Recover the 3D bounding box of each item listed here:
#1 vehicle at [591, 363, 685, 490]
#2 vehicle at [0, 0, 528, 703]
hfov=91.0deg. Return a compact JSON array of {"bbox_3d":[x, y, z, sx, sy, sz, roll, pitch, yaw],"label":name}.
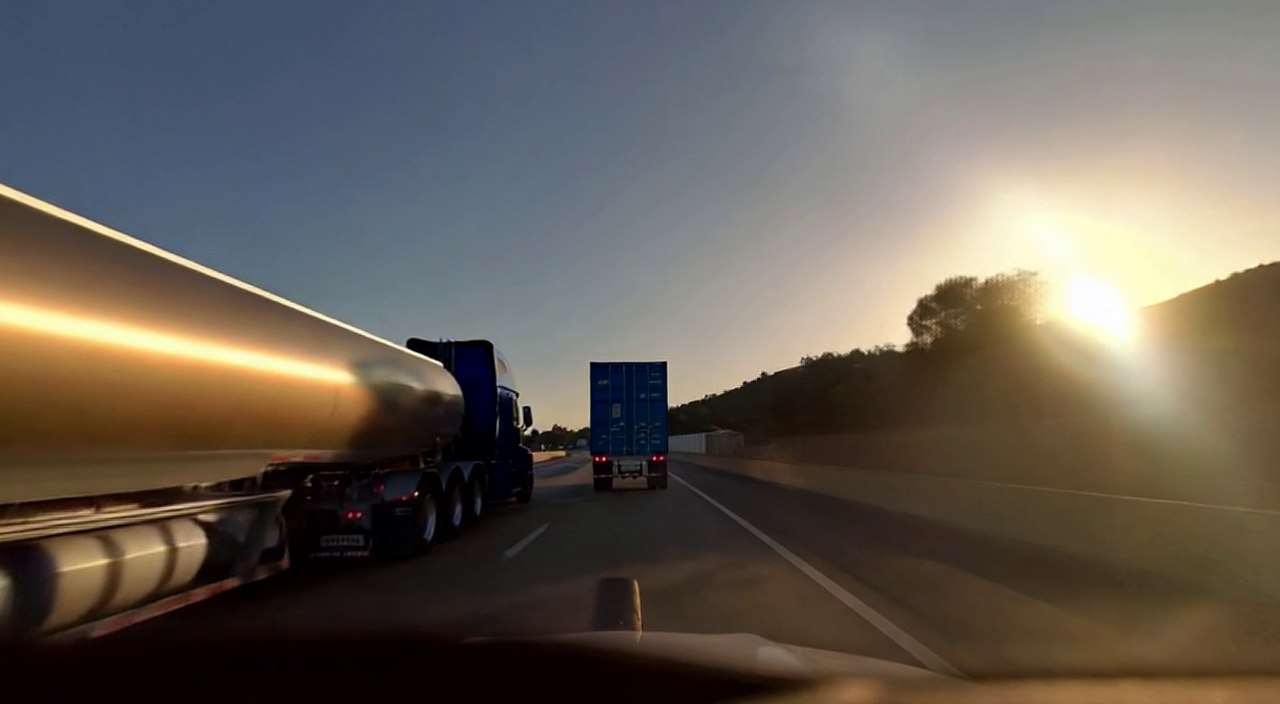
[{"bbox_3d":[-0.012,3.227,25.640,2.942,4.003,11.297,0,-9,0],"label":"vehicle"},{"bbox_3d":[-4.216,0.284,5.175,3.267,3.655,17.154,0,-9,1],"label":"vehicle"}]
